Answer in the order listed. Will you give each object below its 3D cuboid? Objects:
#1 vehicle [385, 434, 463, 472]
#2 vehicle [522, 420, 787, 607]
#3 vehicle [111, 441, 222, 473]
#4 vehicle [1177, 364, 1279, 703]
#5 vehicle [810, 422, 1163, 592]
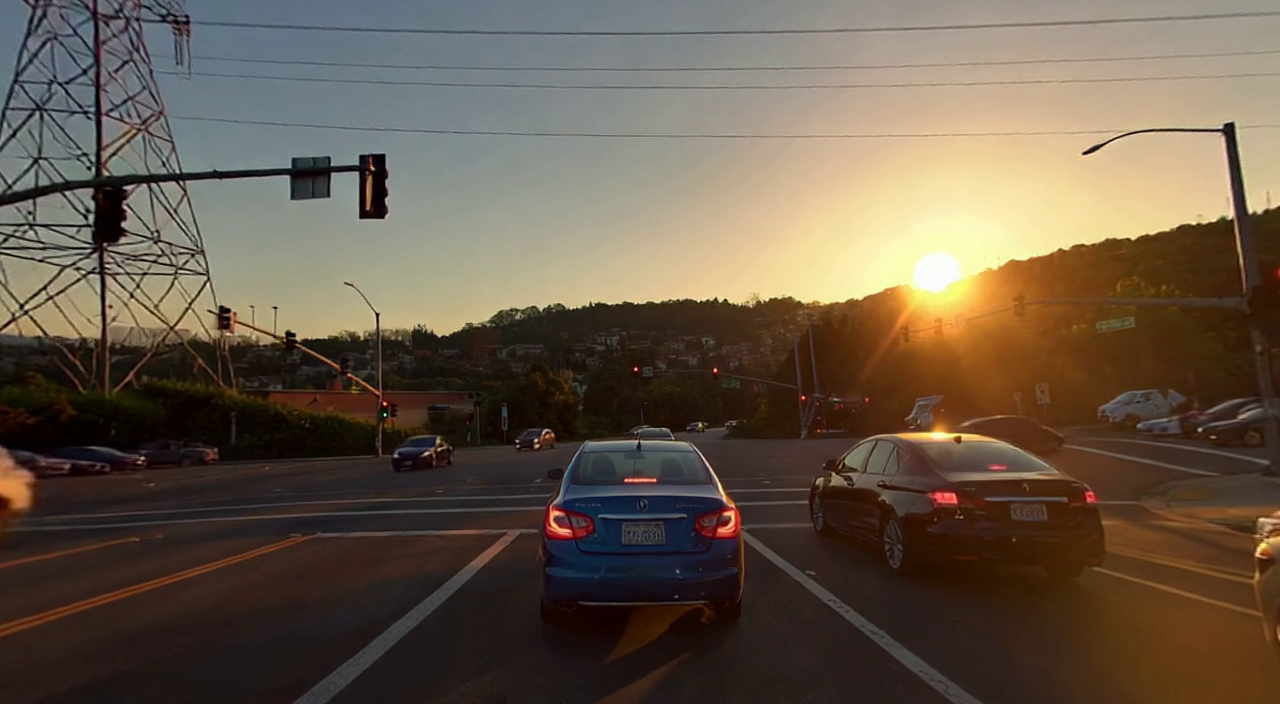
[{"bbox_3d":[-9.622,4.525,28.402,1.910,1.537,4.123,-1,-8,2],"label":"vehicle"},{"bbox_3d":[0.103,1.597,7.129,2.117,1.474,4.036,0,-8,0],"label":"vehicle"},{"bbox_3d":[-26.043,5.770,34.786,4.417,1.637,1.956,0,-8,-2],"label":"vehicle"},{"bbox_3d":[3.403,0.589,0.630,1.926,1.614,4.330,0,-8,1],"label":"vehicle"},{"bbox_3d":[3.643,1.684,7.725,1.835,1.473,4.190,0,-8,-2],"label":"vehicle"}]
